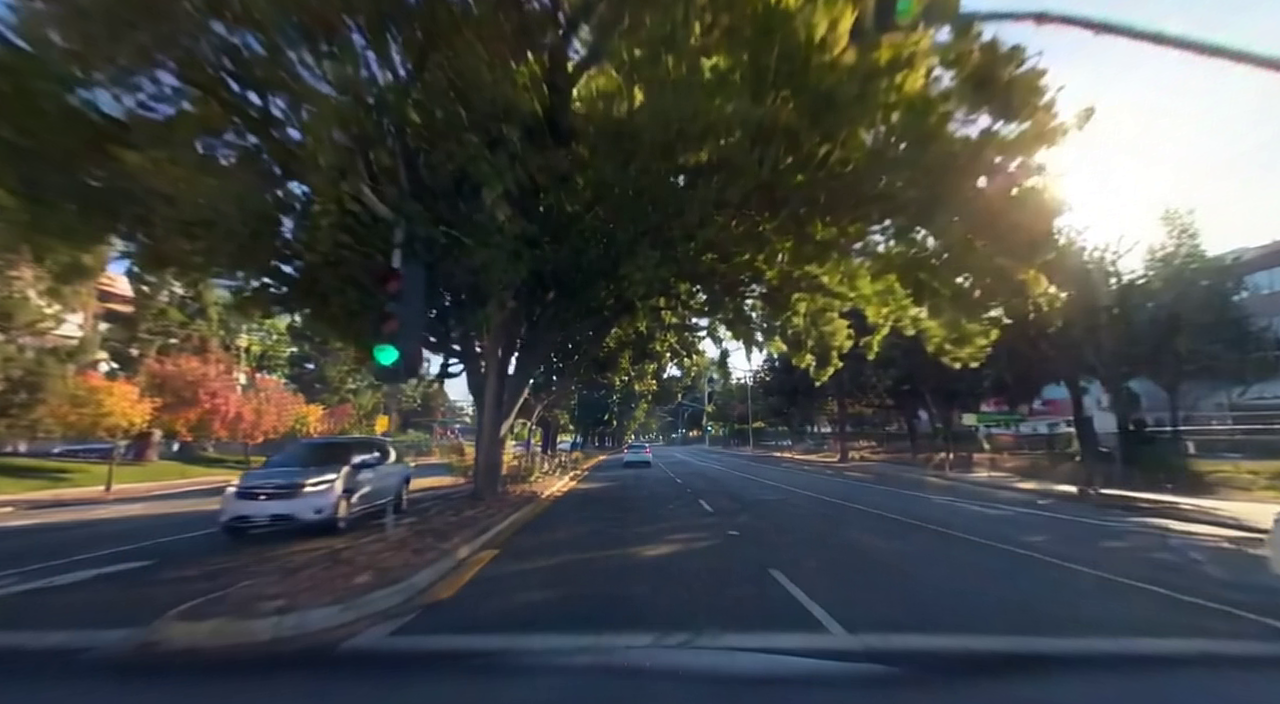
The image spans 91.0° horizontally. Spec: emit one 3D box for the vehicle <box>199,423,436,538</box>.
[{"bbox_3d":[-5.323,2.159,11.185,2.016,1.631,4.148,0,-9,-1],"label":"vehicle"}]

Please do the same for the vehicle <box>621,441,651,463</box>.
[{"bbox_3d":[-0.309,7.131,44.847,2.064,1.477,3.968,0,-9,-1],"label":"vehicle"}]

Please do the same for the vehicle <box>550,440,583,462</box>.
[{"bbox_3d":[-5.495,7.493,47.601,1.939,1.608,3.924,0,-9,1],"label":"vehicle"}]
